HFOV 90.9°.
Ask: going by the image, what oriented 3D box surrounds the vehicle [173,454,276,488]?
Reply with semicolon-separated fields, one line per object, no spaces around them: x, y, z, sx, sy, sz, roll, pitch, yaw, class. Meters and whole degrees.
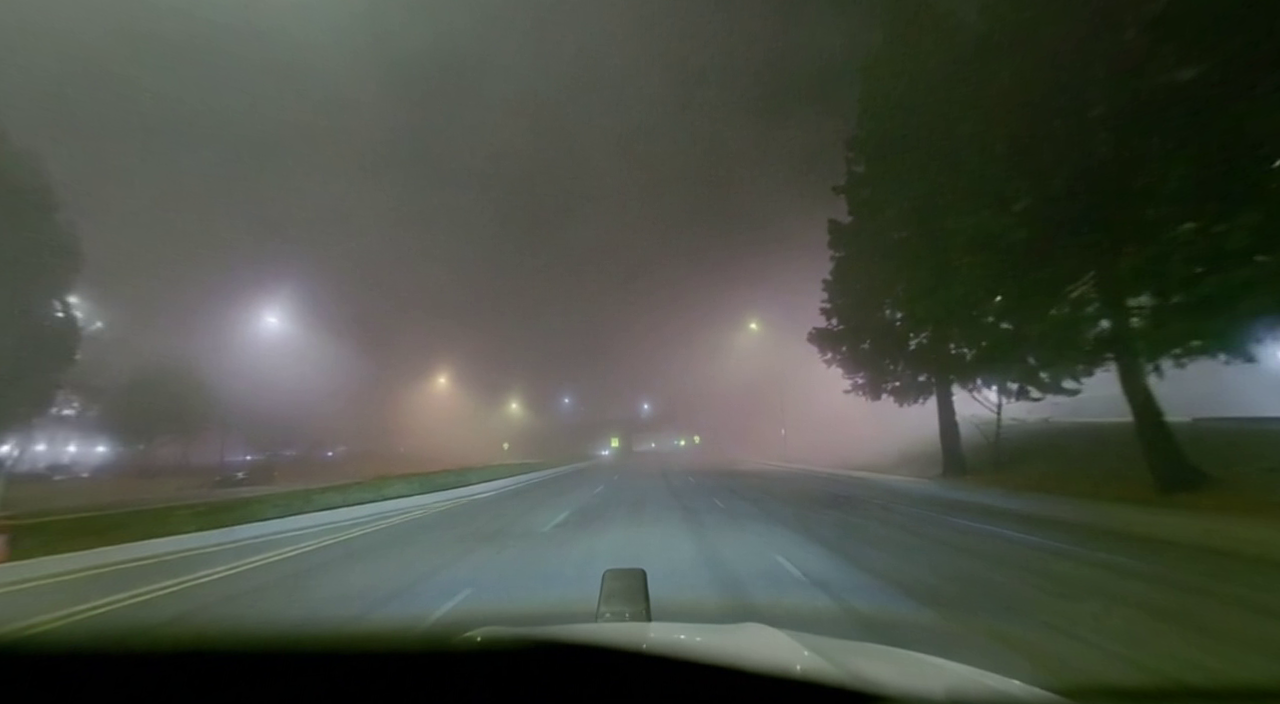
-21.523;6.159;32.939;1.945;1.481;5.005;-3;-8;1;vehicle
